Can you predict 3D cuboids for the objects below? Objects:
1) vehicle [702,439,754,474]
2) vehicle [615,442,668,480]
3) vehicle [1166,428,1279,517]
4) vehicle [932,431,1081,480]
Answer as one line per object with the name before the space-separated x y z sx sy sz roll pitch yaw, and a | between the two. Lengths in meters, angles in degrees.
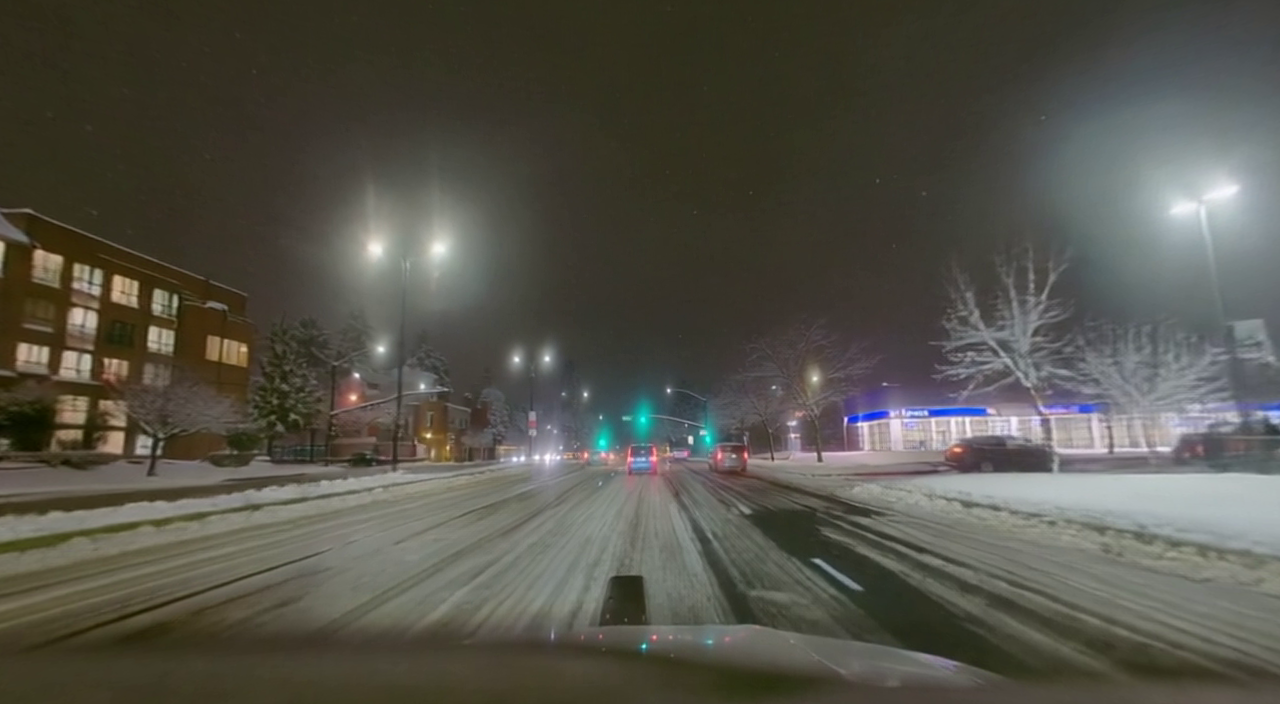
vehicle | 4.487 5.382 32.685 2.007 1.683 4.171 0 -8 -1
vehicle | 0.078 4.592 26.890 2.059 1.477 3.988 0 -8 1
vehicle | 13.898 2.573 13.950 4.654 1.692 1.955 5 -10 -32
vehicle | 14.897 4.245 25.853 4.775 1.728 1.996 -2 -9 -1
